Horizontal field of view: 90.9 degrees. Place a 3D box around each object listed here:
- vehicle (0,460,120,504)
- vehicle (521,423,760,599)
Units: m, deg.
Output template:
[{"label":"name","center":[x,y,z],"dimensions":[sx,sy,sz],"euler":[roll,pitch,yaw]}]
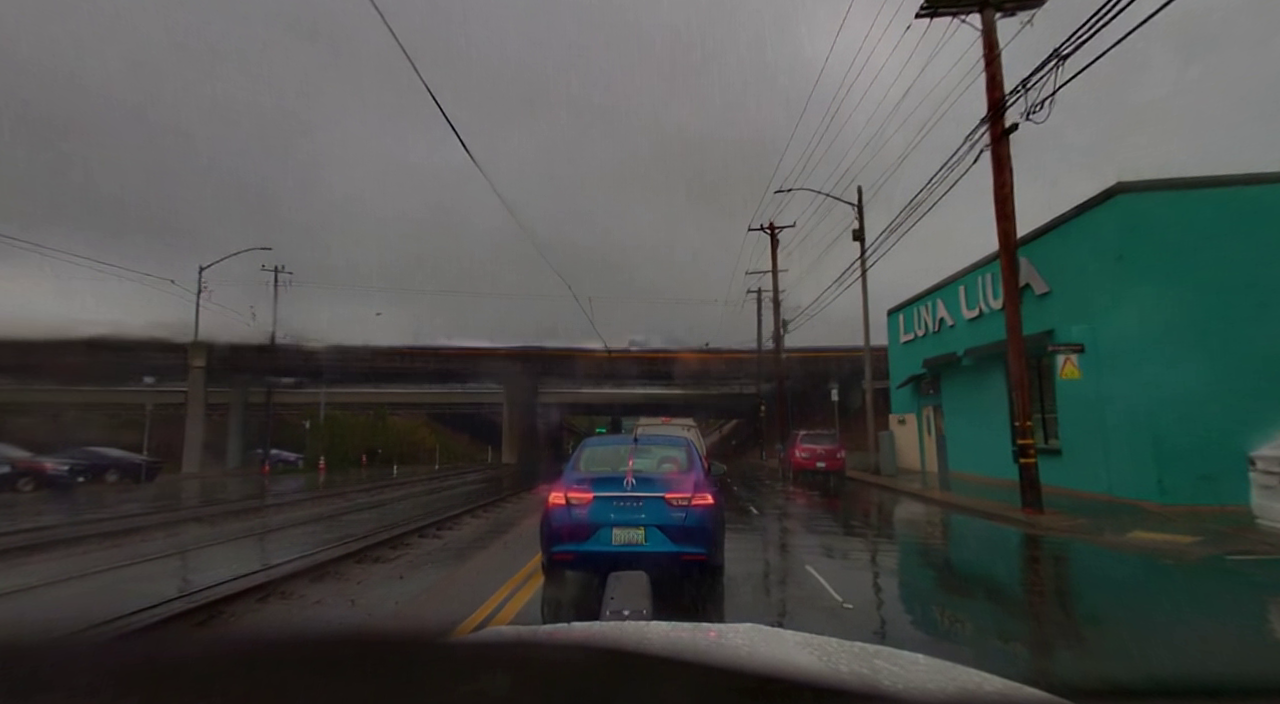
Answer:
[{"label":"vehicle","center":[-21.922,4.680,22.846],"dimensions":[4.566,1.453,1.935],"euler":[-1,-9,5]},{"label":"vehicle","center":[0.091,1.707,7.617],"dimensions":[2.090,1.518,4.033],"euler":[-1,-9,3]}]
